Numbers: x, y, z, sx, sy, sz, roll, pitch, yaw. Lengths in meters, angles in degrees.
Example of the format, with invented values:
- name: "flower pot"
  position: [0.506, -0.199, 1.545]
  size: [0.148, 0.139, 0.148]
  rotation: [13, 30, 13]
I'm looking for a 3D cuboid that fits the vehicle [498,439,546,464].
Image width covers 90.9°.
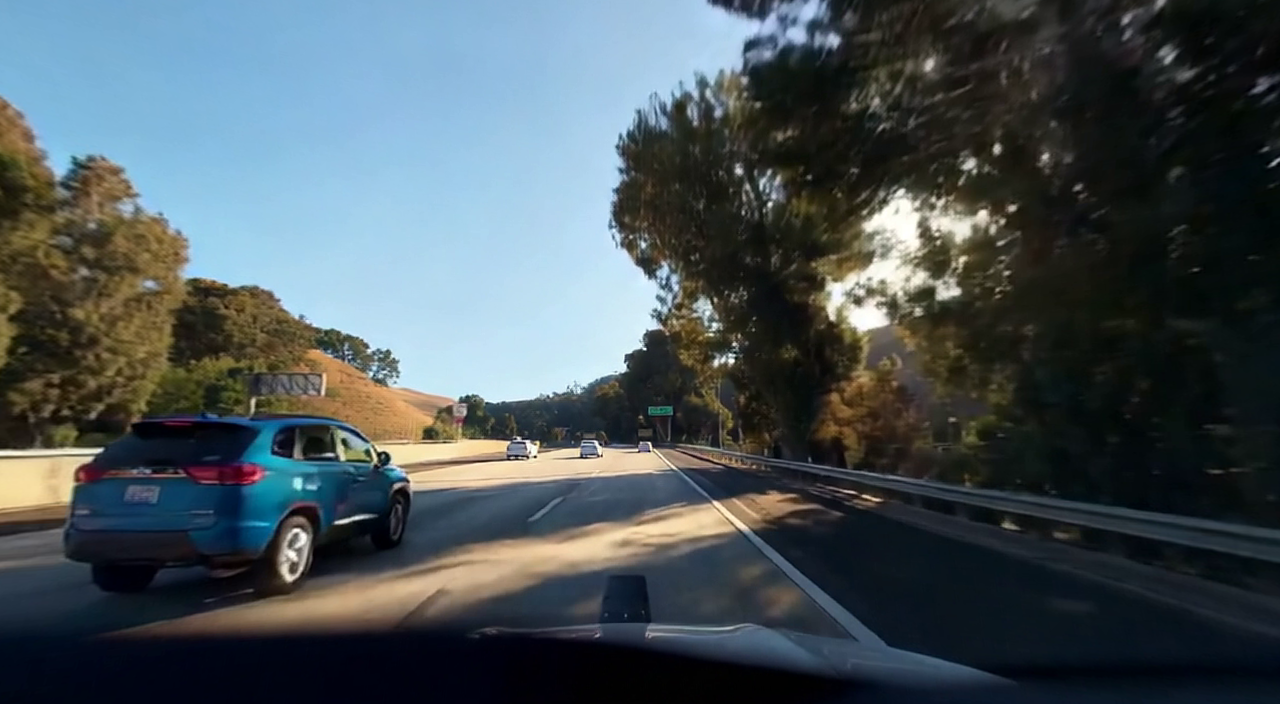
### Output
- name: "vehicle"
  position: [-7.289, 6.180, 39.306]
  size: [1.963, 1.476, 4.739]
  rotation: [-1, -8, 1]

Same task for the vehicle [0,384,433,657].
- name: "vehicle"
  position: [-3.921, 1.389, 6.283]
  size: [2.138, 1.718, 4.415]
  rotation: [-1, -8, 1]
